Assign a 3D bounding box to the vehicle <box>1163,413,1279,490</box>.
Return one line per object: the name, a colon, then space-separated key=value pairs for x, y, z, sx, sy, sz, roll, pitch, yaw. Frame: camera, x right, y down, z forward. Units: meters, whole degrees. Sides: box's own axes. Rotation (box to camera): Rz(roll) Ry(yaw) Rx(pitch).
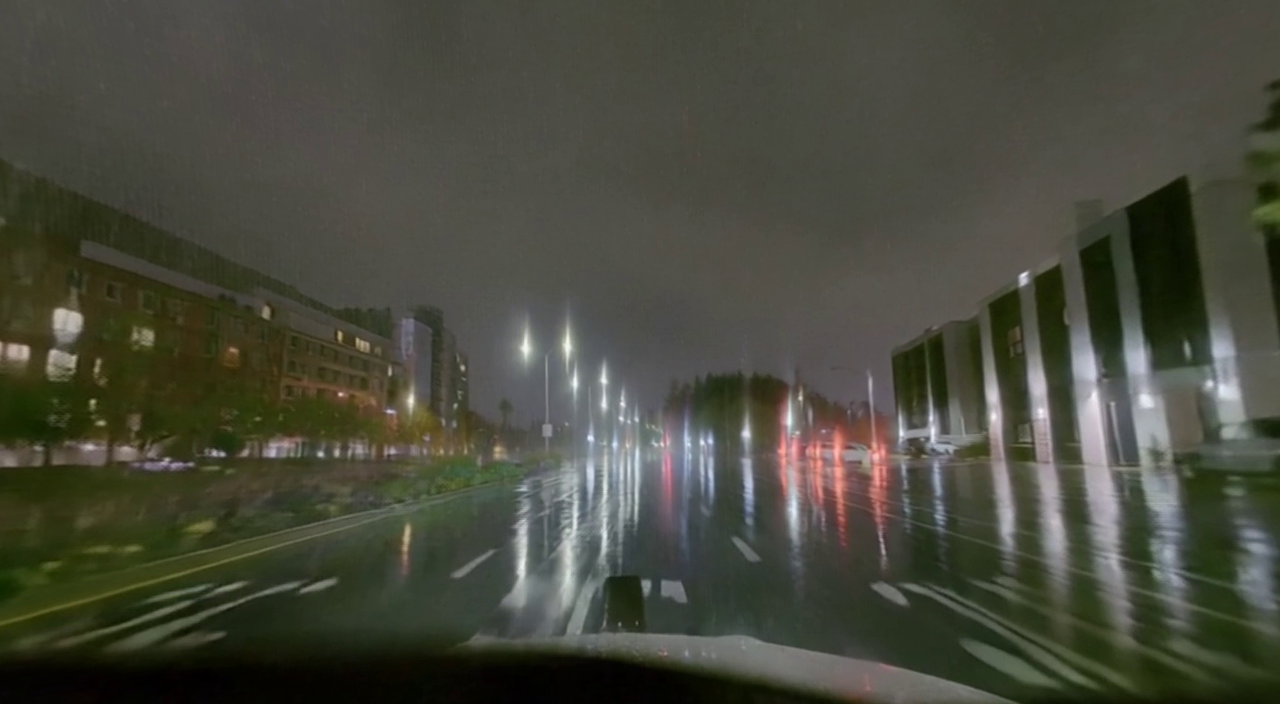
vehicle: x=13.523 y=1.999 z=12.670 sx=1.879 sy=1.507 sz=4.836 roll=0 pitch=-9 yaw=1
